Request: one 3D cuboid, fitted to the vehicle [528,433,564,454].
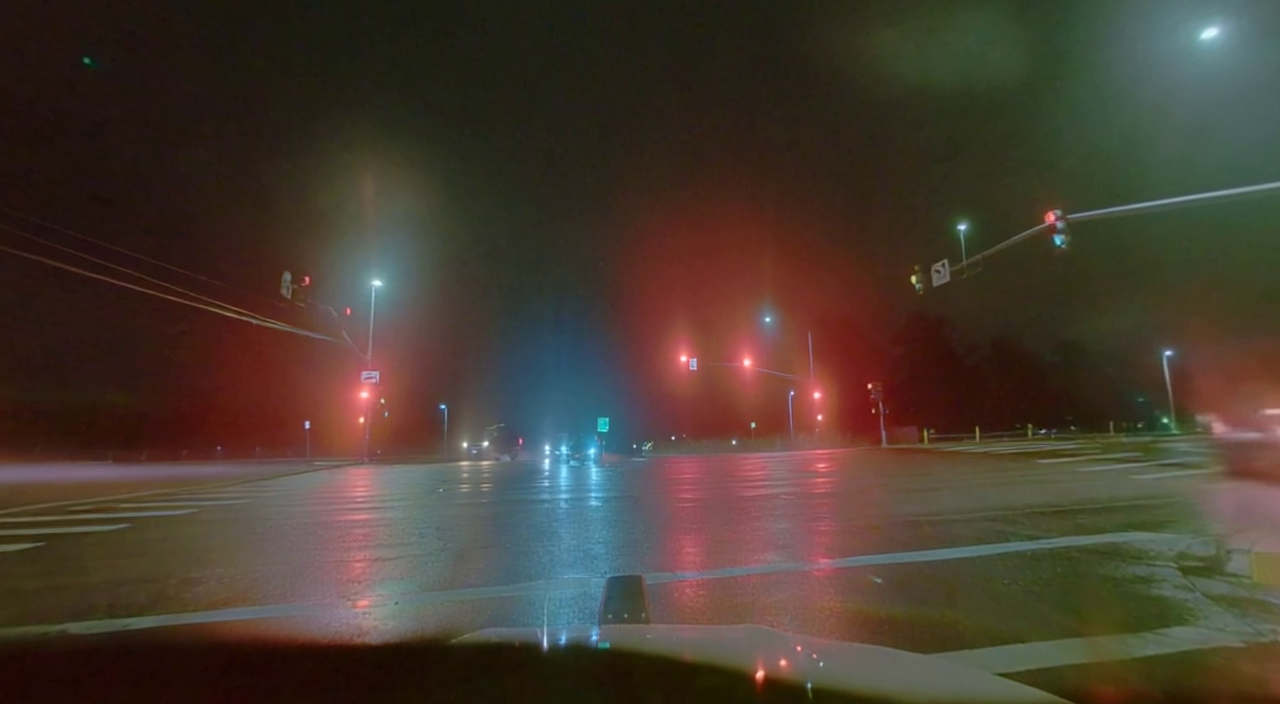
[{"bbox_3d":[-7.303,7.164,49.269,2.054,1.536,3.927,0,-9,3],"label":"vehicle"}]

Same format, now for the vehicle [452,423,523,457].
[{"bbox_3d":[-8.996,5.272,37.713,2.000,1.864,5.044,-2,-9,13],"label":"vehicle"}]

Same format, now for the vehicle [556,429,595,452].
[{"bbox_3d":[-4.421,6.175,43.776,1.919,1.467,4.086,-1,-9,5],"label":"vehicle"}]

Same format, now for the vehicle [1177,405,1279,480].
[{"bbox_3d":[16.141,2.137,14.915,5.300,1.584,2.142,1,-9,-9],"label":"vehicle"}]
